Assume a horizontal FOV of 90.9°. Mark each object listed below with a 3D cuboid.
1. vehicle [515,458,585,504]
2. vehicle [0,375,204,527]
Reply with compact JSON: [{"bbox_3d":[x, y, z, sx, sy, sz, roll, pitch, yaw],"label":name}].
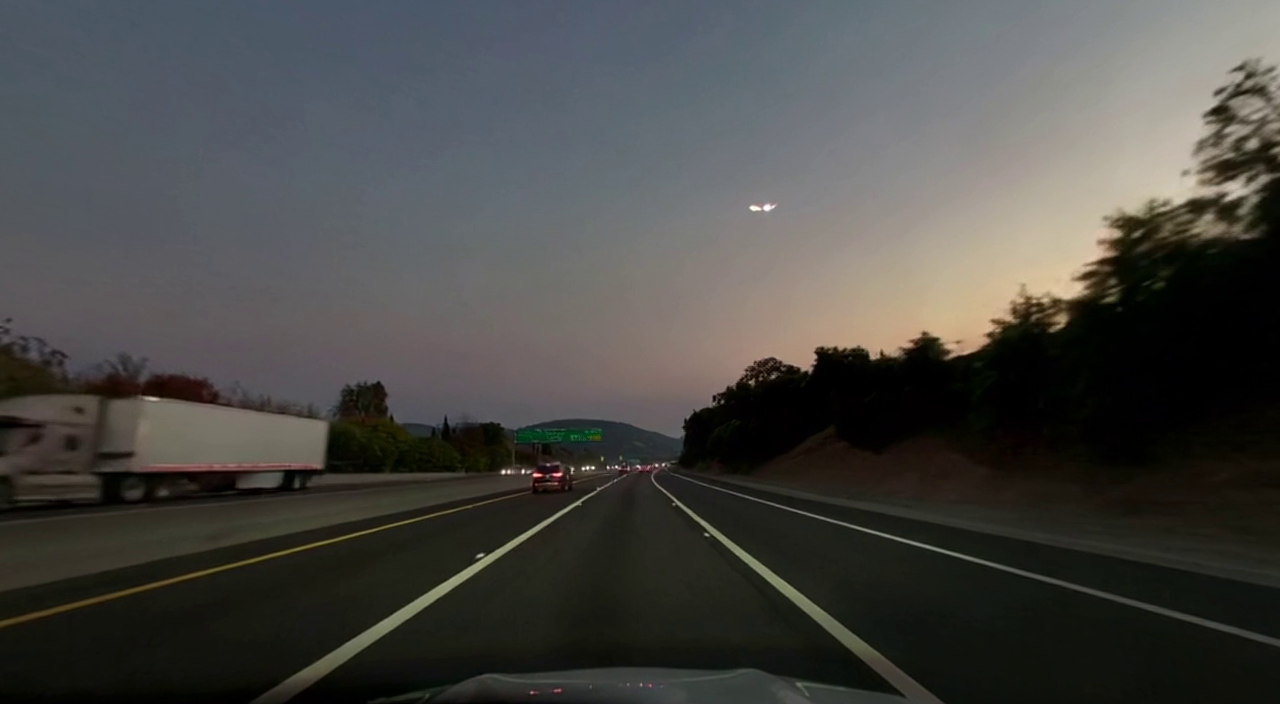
[{"bbox_3d":[-3.551,5.225,25.726,2.053,1.657,4.725,1,-10,1],"label":"vehicle"},{"bbox_3d":[-17.347,2.932,18.313,2.944,3.713,8.529,1,-11,1],"label":"vehicle"}]
